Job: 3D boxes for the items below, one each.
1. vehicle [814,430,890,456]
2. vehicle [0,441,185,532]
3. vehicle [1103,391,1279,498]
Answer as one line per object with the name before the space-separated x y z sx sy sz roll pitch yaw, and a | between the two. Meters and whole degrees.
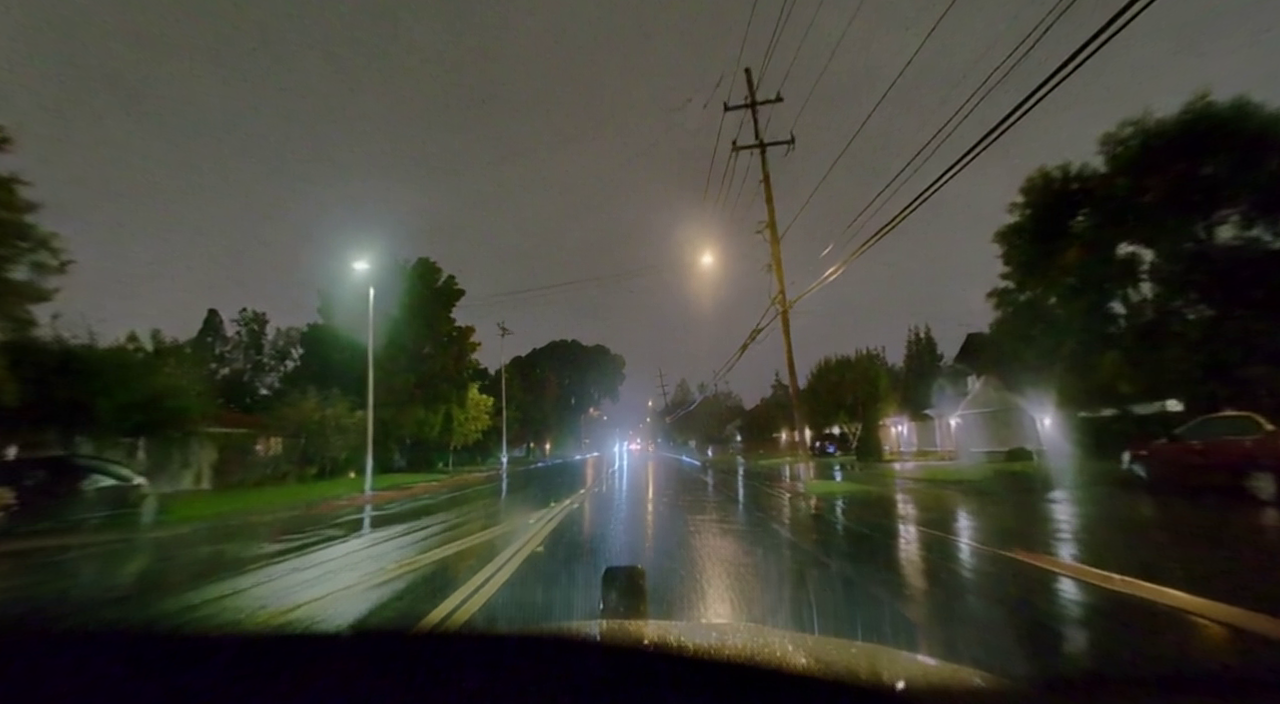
vehicle | 14.720 6.340 43.897 4.512 1.701 2.017 0 -9 -1
vehicle | -14.202 3.064 15.087 5.038 1.774 2.764 -2 -7 17
vehicle | 11.405 1.623 11.577 1.965 1.680 5.338 -8 -10 4
